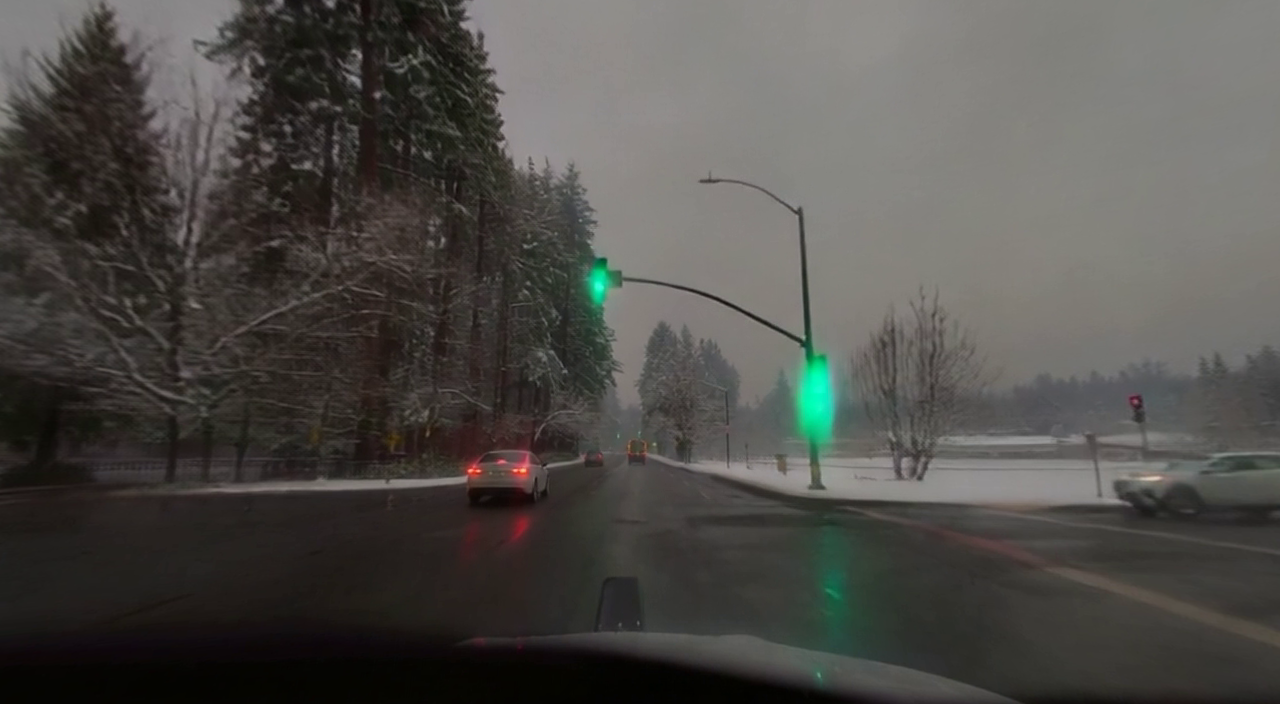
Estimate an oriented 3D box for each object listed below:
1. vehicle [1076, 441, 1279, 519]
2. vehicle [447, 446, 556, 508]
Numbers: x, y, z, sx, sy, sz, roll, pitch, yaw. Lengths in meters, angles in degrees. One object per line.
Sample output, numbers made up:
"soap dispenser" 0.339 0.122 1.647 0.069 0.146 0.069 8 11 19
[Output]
"vehicle" 12.098 2.598 13.164 4.632 1.473 1.889 0 -8 -3
"vehicle" -3.597 3.316 17.333 1.968 1.459 4.433 0 -8 0
